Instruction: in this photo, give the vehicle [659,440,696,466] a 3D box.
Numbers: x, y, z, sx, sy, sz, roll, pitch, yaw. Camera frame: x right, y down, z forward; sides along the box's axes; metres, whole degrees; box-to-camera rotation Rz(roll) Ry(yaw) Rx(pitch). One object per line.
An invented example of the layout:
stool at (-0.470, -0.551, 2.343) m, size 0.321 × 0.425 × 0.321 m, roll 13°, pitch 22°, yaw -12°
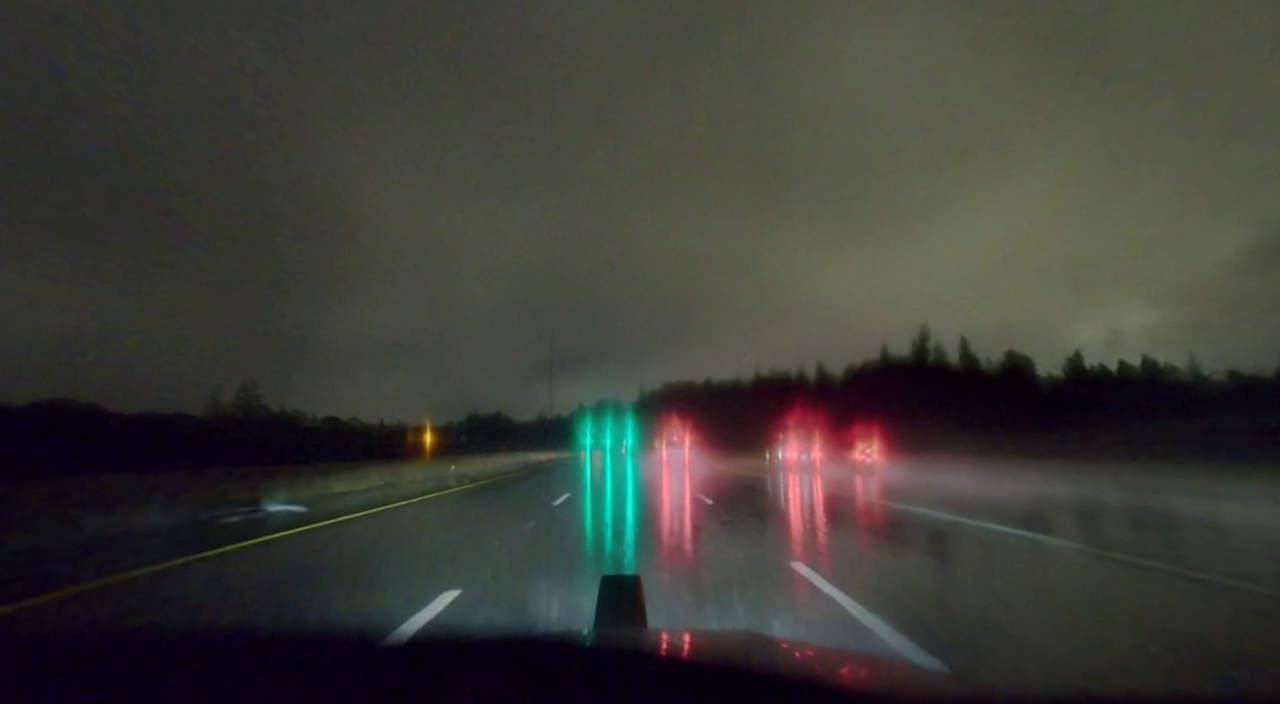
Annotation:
vehicle at (2.739, 7.567, 47.269) m, size 2.233 × 1.861 × 4.494 m, roll 0°, pitch -8°, yaw -4°
